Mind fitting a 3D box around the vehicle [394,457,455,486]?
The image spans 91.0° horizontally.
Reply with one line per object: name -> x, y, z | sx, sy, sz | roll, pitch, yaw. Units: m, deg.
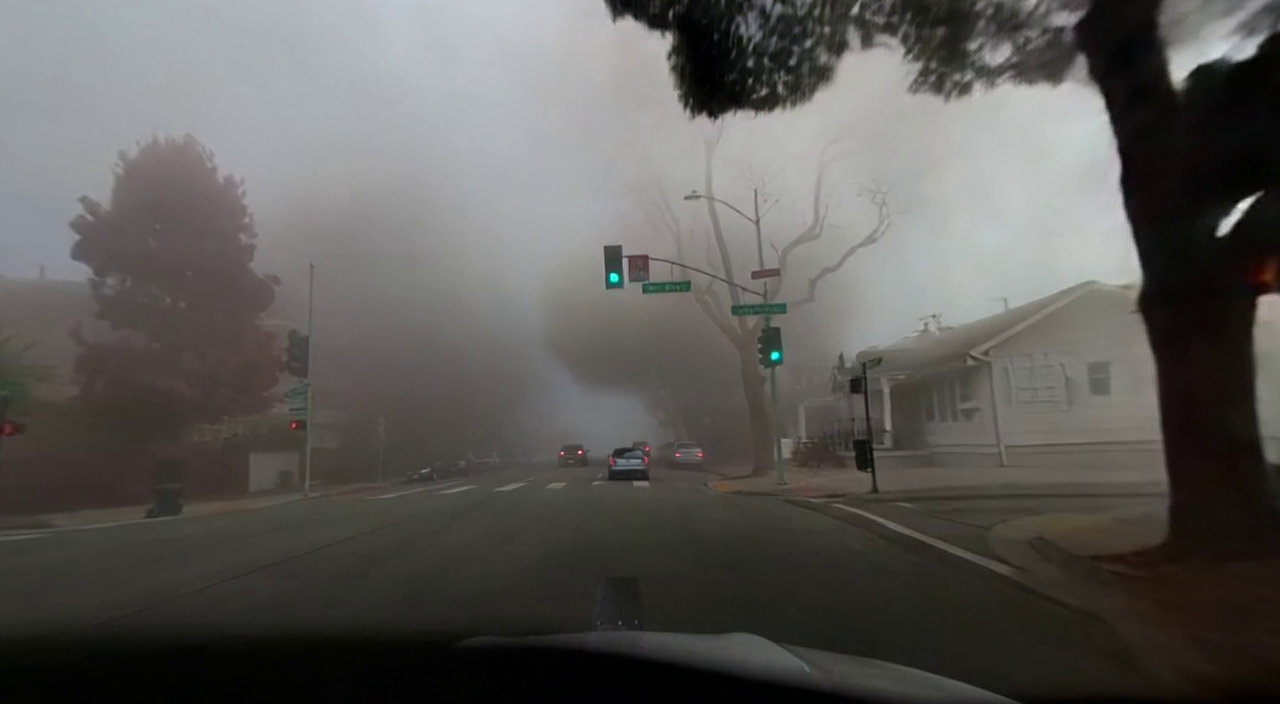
vehicle -> -12.178, 6.765, 35.867 | 1.913, 1.475, 4.372 | 0, -9, 1

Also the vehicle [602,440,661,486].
vehicle -> -0.327, 4.047, 23.243 | 1.998, 1.518, 4.015 | 0, -9, -1

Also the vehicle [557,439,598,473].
vehicle -> -3.617, 6.101, 37.064 | 1.983, 1.841, 4.013 | 0, -9, 1

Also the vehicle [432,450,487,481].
vehicle -> -12.300, 7.731, 43.385 | 2.109, 1.941, 6.025 | 0, -9, -1

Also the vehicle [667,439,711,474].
vehicle -> 2.574, 5.659, 34.271 | 1.969, 1.725, 4.387 | 0, -9, -1
